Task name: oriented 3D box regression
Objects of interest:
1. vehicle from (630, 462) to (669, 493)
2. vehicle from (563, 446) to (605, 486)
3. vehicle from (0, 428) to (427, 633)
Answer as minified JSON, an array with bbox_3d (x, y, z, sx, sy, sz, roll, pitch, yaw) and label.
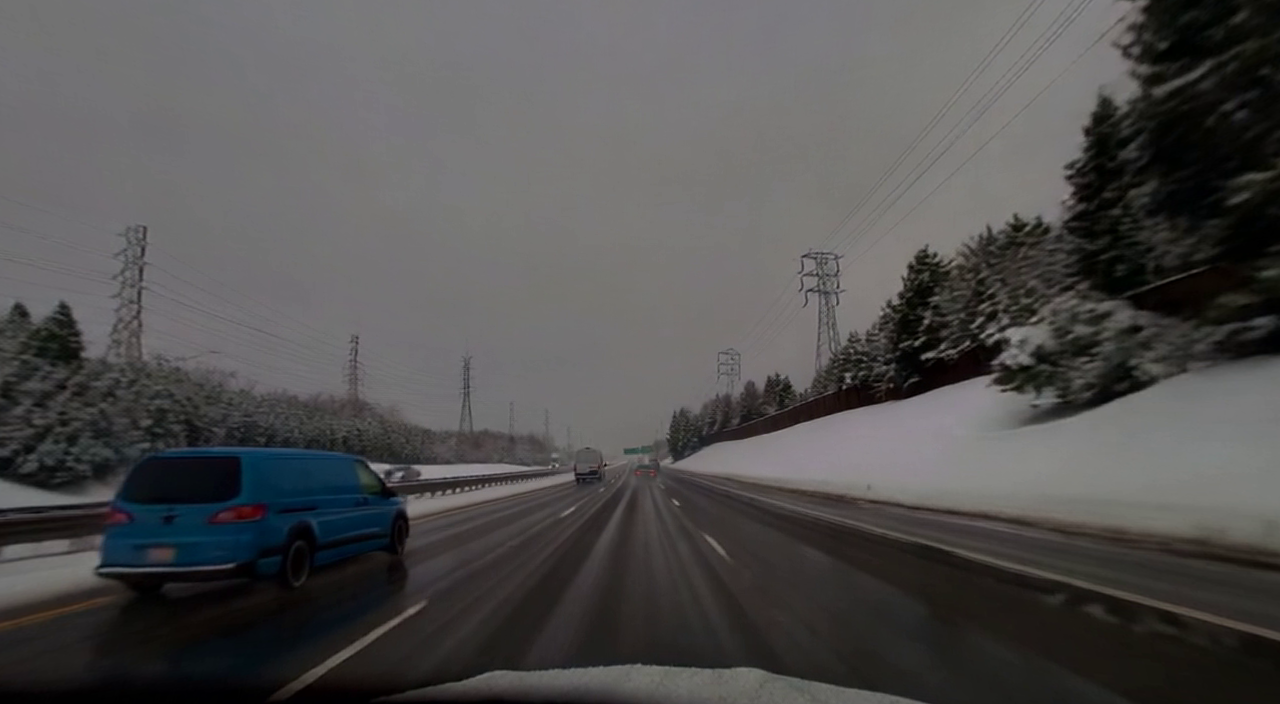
[{"bbox_3d":[0.454,6.817,34.423,2.006,1.554,3.863,1,-10,-1],"label":"vehicle"},{"bbox_3d":[-3.842,8.115,44.761,2.394,2.609,6.875,1,-10,0],"label":"vehicle"},{"bbox_3d":[-4.275,1.798,7.216,2.023,1.541,4.543,1,-10,1],"label":"vehicle"}]
